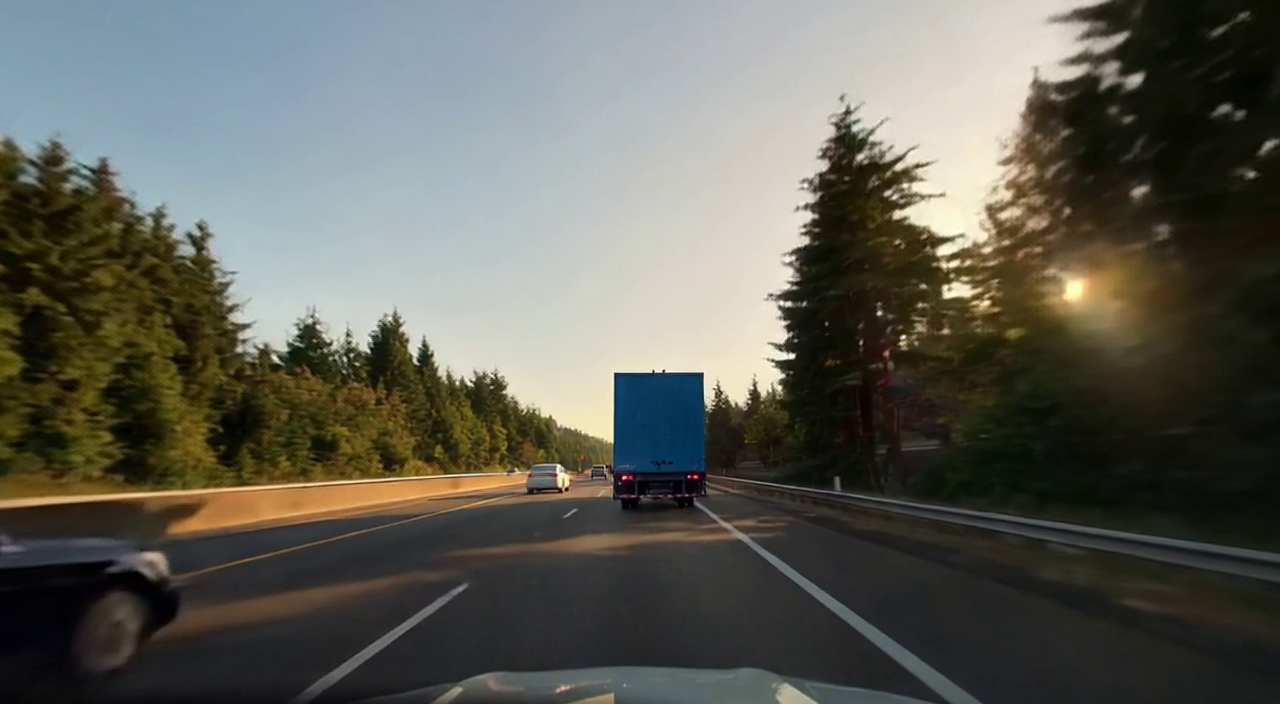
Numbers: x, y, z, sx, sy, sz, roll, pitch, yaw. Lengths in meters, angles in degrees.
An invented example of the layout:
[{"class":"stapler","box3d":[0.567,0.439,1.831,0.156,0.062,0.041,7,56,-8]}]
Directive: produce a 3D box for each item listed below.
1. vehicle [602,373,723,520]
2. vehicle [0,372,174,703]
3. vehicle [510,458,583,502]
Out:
[{"class":"vehicle","box3d":[0.589,3.209,20.703,3.008,3.678,9.512,1,-10,0]},{"class":"vehicle","box3d":[-3.828,0.687,1.361,2.076,1.691,4.555,1,-10,0]},{"class":"vehicle","box3d":[-3.594,5.053,25.125,2.079,1.506,4.821,0,-10,1]}]
